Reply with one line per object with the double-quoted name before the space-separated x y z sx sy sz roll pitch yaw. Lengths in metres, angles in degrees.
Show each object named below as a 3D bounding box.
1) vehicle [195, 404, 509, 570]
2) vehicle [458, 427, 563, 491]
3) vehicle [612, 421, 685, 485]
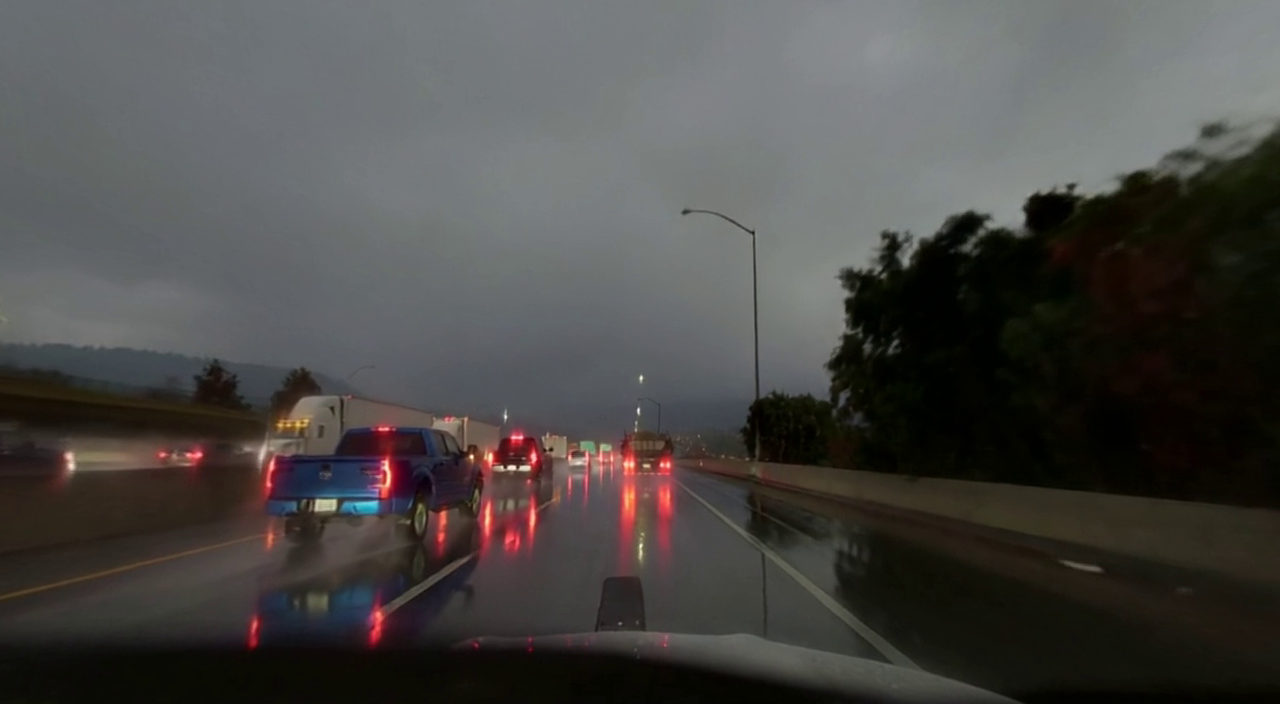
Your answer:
"vehicle" -3.747 1.877 9.637 2.303 1.835 5.044 -1 -8 1
"vehicle" -4.423 3.786 22.758 2.575 1.958 5.730 0 -8 0
"vehicle" 0.227 4.574 28.967 2.886 2.471 7.692 0 -8 -1
